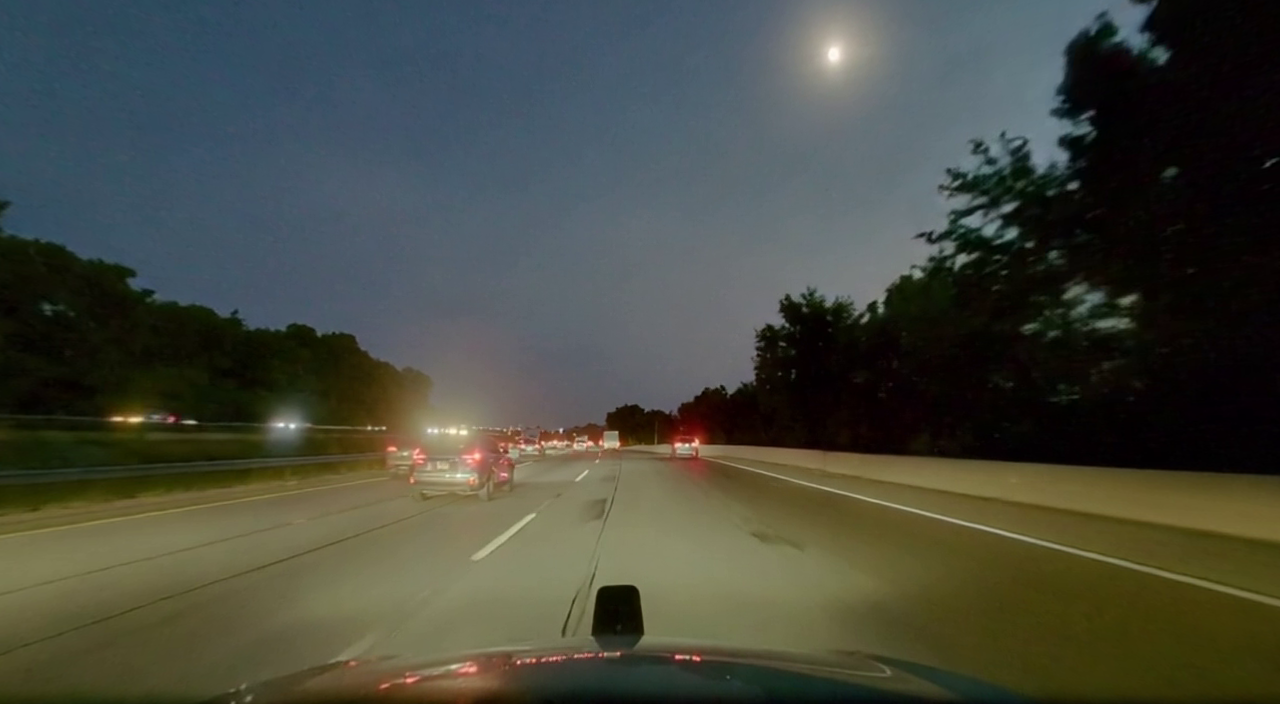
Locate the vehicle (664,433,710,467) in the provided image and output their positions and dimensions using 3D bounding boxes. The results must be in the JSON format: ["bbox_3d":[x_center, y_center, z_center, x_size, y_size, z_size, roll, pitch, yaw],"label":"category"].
[{"bbox_3d":[2.516,5.385,34.639,2.053,1.698,4.097,1,-9,-3],"label":"vehicle"}]

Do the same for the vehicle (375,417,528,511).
[{"bbox_3d":[-3.820,2.370,13.649,2.002,1.680,4.301,0,-9,0],"label":"vehicle"}]
